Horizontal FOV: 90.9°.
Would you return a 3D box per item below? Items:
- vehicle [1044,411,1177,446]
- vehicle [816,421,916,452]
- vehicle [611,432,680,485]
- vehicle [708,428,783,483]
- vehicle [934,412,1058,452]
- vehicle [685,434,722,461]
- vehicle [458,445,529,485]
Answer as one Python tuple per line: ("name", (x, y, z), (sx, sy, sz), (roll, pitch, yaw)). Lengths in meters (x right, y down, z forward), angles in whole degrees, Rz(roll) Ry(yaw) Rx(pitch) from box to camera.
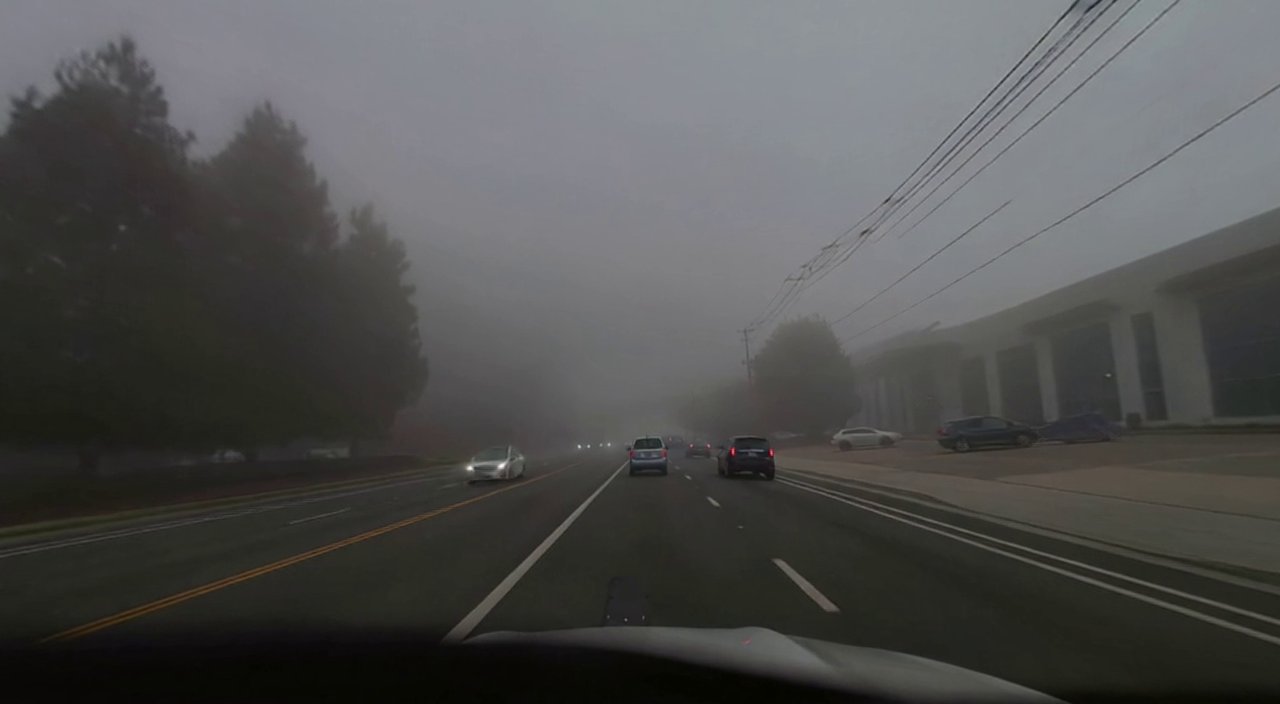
("vehicle", (21.756, 3.560, 29.272), (4.641, 1.477, 1.844), (-1, -8, -1))
("vehicle", (15.192, 5.694, 42.501), (5.731, 1.720, 2.822), (-8, -10, 31))
("vehicle", (0.208, 3.678, 22.133), (2.200, 1.653, 4.127), (0, -8, 1))
("vehicle", (3.578, 3.586, 22.070), (1.914, 1.698, 4.049), (0, -8, 0))
("vehicle", (16.101, 3.669, 28.687), (4.392, 1.709, 2.002), (0, -8, -2))
("vehicle", (4.202, 6.421, 42.372), (2.024, 1.711, 4.512), (0, -8, 0))
("vehicle", (-6.153, 4.766, 27.024), (1.947, 1.541, 4.280), (0, -8, 1))
